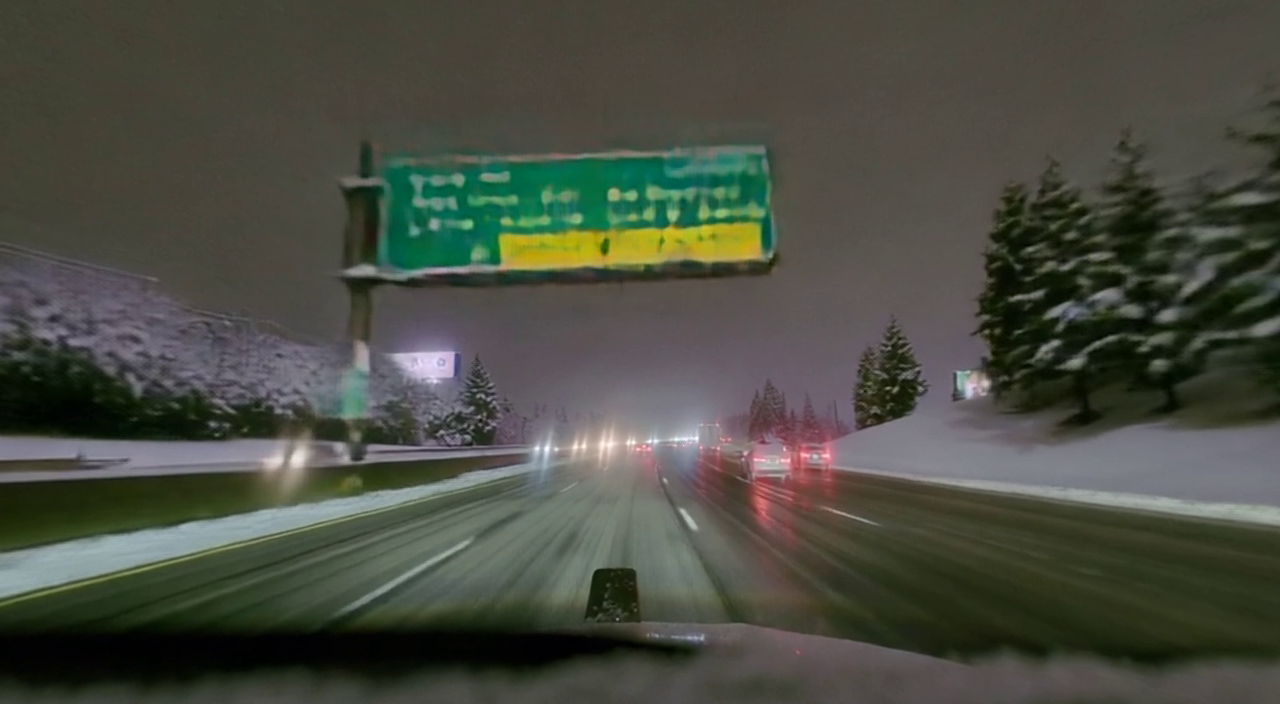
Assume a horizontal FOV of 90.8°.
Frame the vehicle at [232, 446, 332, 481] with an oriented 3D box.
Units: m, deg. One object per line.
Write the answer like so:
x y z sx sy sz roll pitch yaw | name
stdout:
-15.827 4.928 28.217 1.807 1.418 4.486 0 -9 0 | vehicle
